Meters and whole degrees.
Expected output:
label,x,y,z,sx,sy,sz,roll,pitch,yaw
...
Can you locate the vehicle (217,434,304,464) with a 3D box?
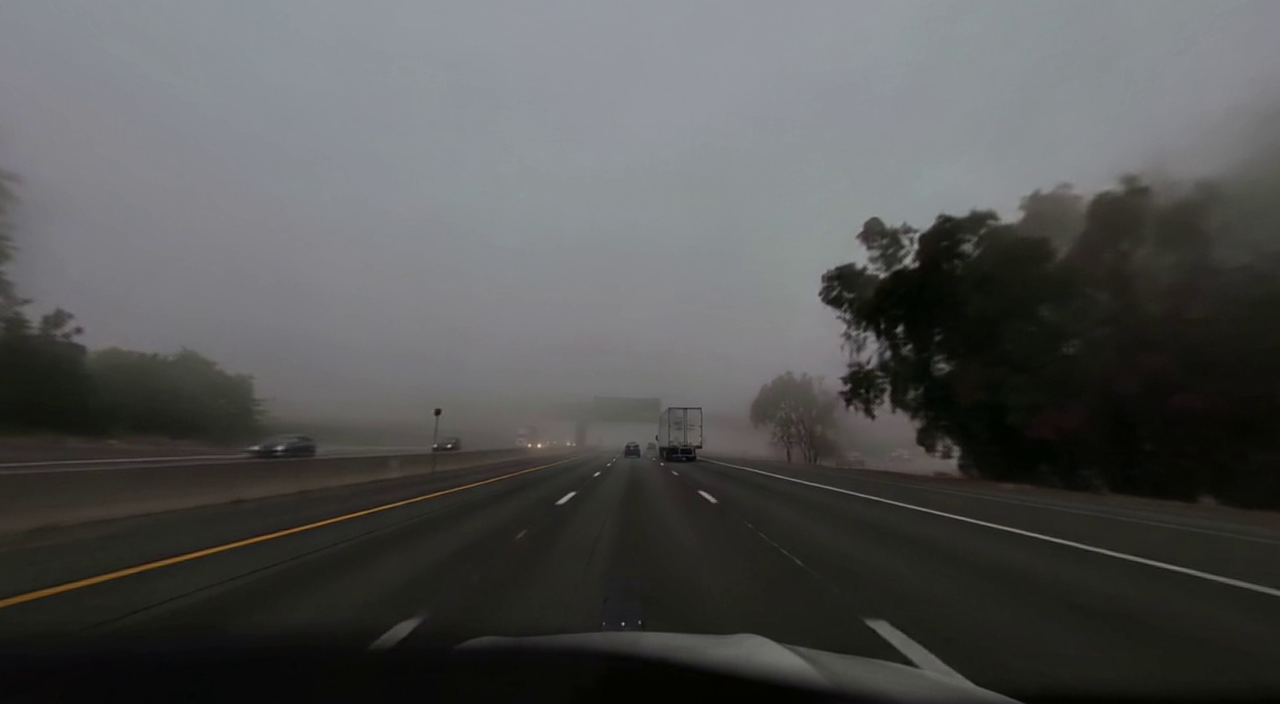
label,x,y,z,sx,sy,sz,roll,pitch,yaw
vehicle,-19.686,5.063,32.903,1.787,1.457,4.417,0,-9,0
